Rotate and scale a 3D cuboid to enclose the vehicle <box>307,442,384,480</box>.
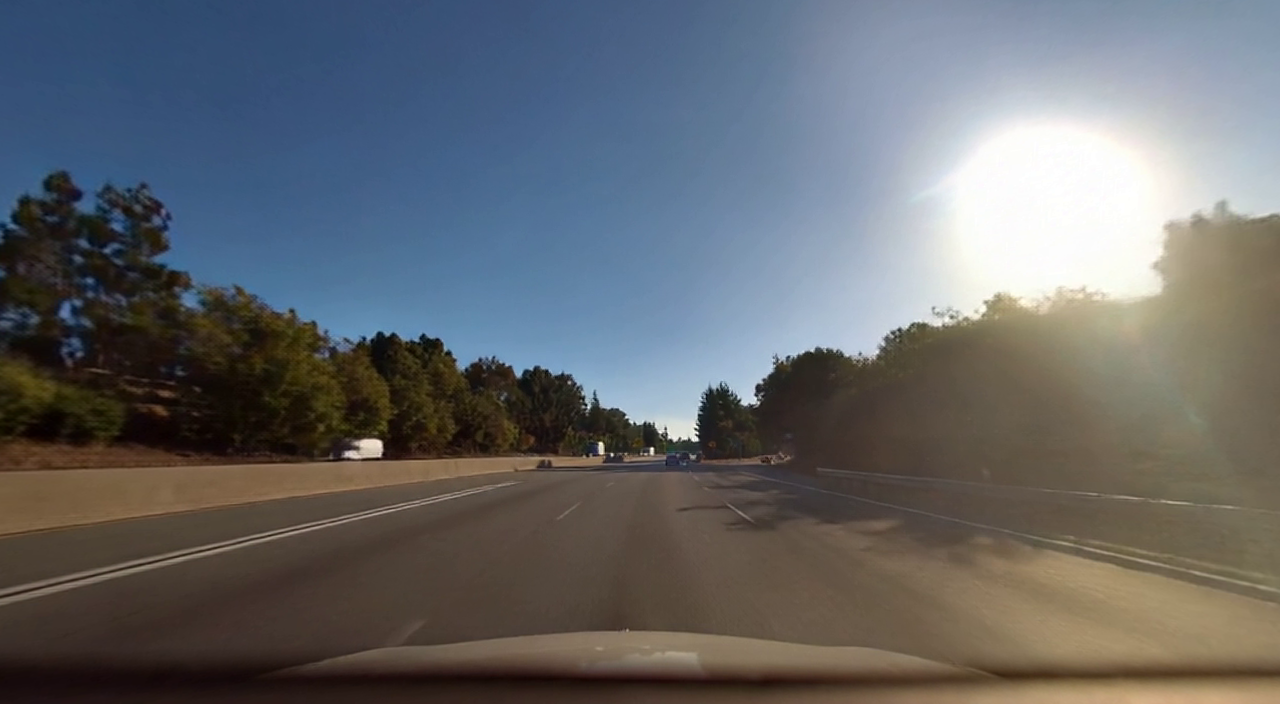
[{"bbox_3d":[-17.709,6.569,38.237,2.080,2.108,4.885,-1,-9,3],"label":"vehicle"}]
